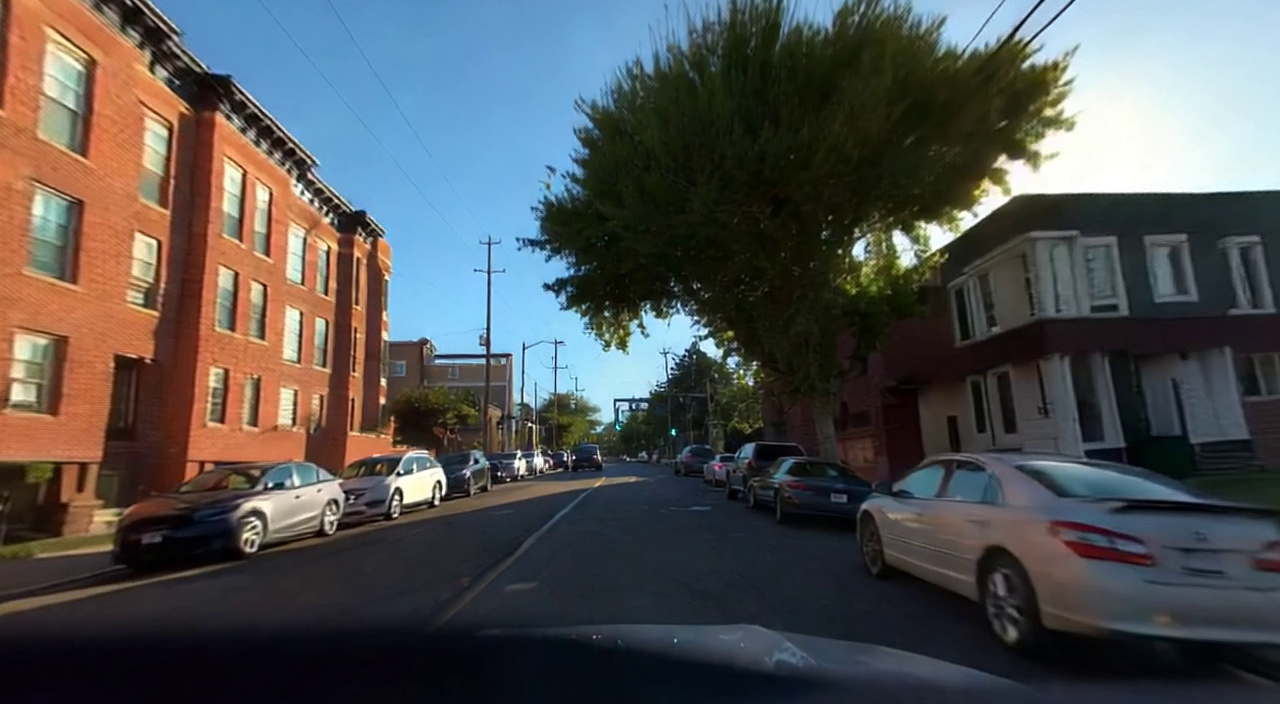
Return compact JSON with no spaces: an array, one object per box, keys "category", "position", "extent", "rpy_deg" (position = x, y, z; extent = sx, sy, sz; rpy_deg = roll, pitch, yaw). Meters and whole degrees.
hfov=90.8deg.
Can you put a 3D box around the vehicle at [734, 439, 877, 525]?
[{"category":"vehicle","position":[3.370,2.732,13.838],"extent":[1.895,1.553,4.235],"rpy_deg":[0,-9,-1]}]

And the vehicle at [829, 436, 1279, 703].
[{"category":"vehicle","position":[3.305,1.507,5.458],"extent":[1.885,1.464,4.466],"rpy_deg":[0,-9,-1]}]

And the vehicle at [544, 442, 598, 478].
[{"category":"vehicle","position":[-3.723,5.939,34.982],"extent":[2.236,1.834,4.743],"rpy_deg":[-1,-9,3]}]

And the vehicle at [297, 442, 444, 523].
[{"category":"vehicle","position":[-6.706,3.249,16.343],"extent":[1.925,1.759,4.396],"rpy_deg":[0,-9,-1]}]

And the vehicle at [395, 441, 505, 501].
[{"category":"vehicle","position":[-6.703,4.244,23.177],"extent":[2.263,1.882,5.706],"rpy_deg":[0,-9,0]}]

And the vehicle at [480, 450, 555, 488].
[{"category":"vehicle","position":[-5.557,5.152,28.236],"extent":[1.994,1.510,4.802],"rpy_deg":[4,-10,-27]}]

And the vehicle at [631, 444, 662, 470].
[{"category":"vehicle","position":[0.407,7.477,44.991],"extent":[2.059,1.736,3.994],"rpy_deg":[0,-9,-1]}]

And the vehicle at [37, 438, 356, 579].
[{"category":"vehicle","position":[-6.774,2.370,10.598],"extent":[1.930,1.756,4.955],"rpy_deg":[0,-9,-3]}]
